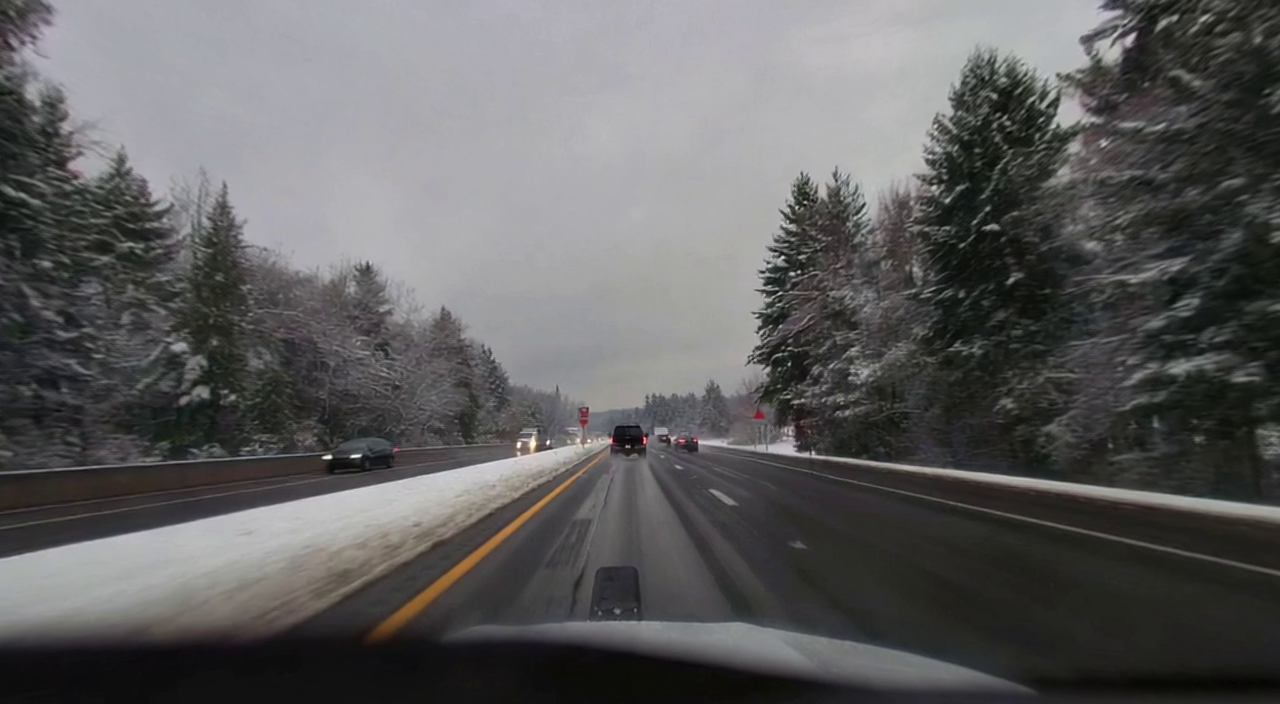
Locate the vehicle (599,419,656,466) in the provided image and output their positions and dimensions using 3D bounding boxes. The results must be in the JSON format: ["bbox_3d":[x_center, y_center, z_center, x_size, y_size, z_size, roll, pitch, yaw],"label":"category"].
[{"bbox_3d":[-0.627,4.311,30.107,2.503,2.044,4.633,0,-8,-1],"label":"vehicle"}]

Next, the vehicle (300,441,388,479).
[{"bbox_3d":[-13.335,4.863,28.699,1.992,1.580,4.205,0,-8,0],"label":"vehicle"}]
